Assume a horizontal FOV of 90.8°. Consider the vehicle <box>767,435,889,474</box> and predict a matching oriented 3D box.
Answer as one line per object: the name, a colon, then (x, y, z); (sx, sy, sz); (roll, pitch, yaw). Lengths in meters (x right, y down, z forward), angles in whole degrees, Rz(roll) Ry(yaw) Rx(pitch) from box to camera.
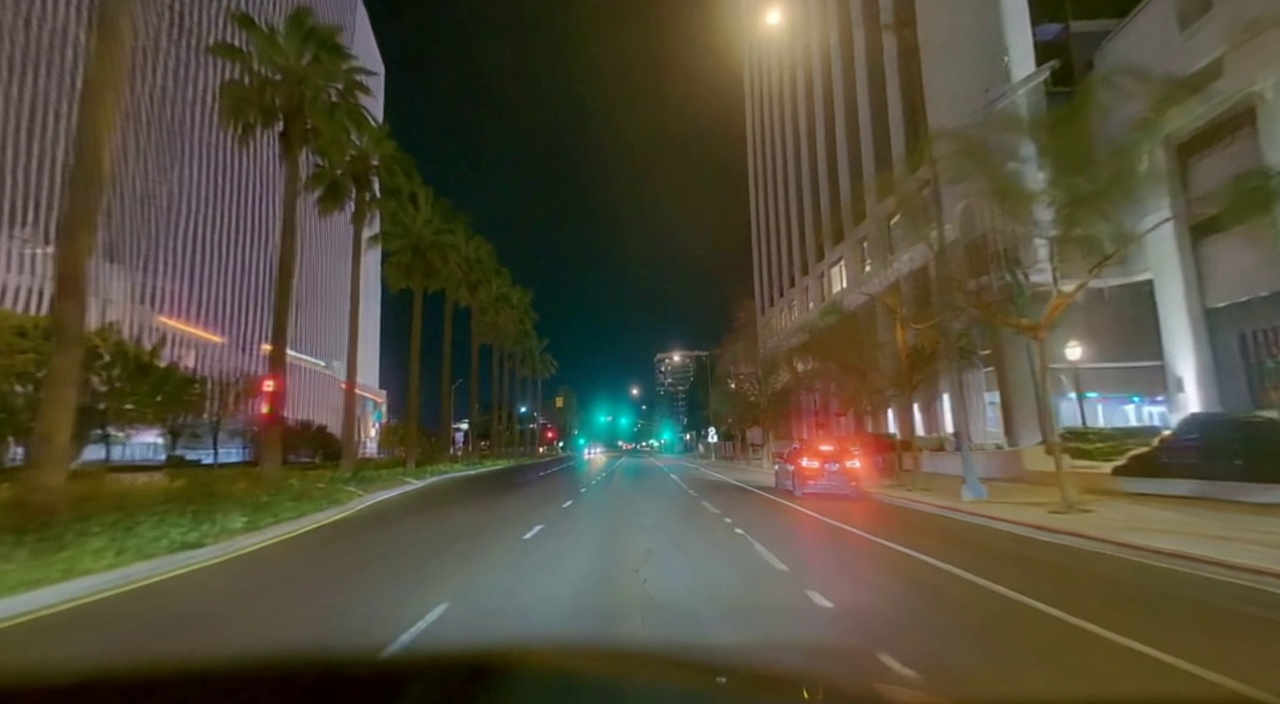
vehicle: (8.513, 4.697, 29.024); (4.871, 1.708, 2.144); (0, -9, -2)
